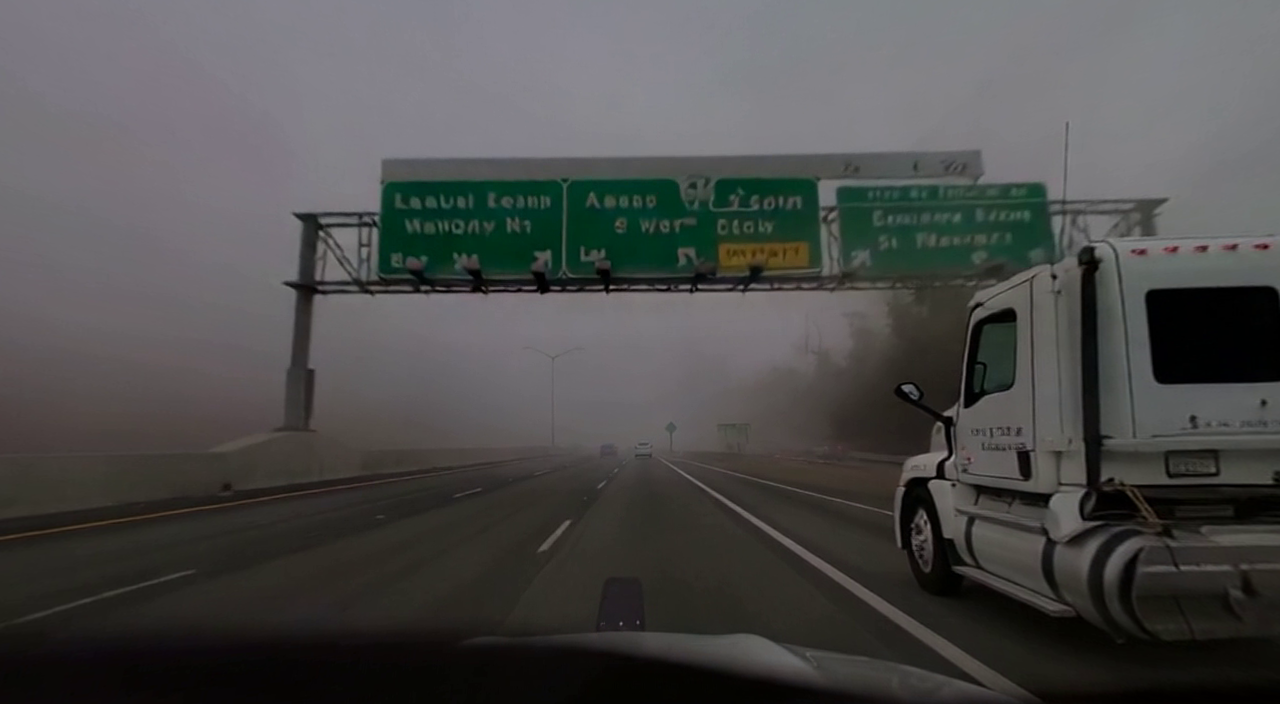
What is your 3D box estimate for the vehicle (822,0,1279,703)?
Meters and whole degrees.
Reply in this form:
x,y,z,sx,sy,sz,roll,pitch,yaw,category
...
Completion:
x,y,z,sx,sy,sz,roll,pitch,yaw,category
4.024,0.184,5.395,3.042,4.037,7.253,0,-9,3,vehicle
